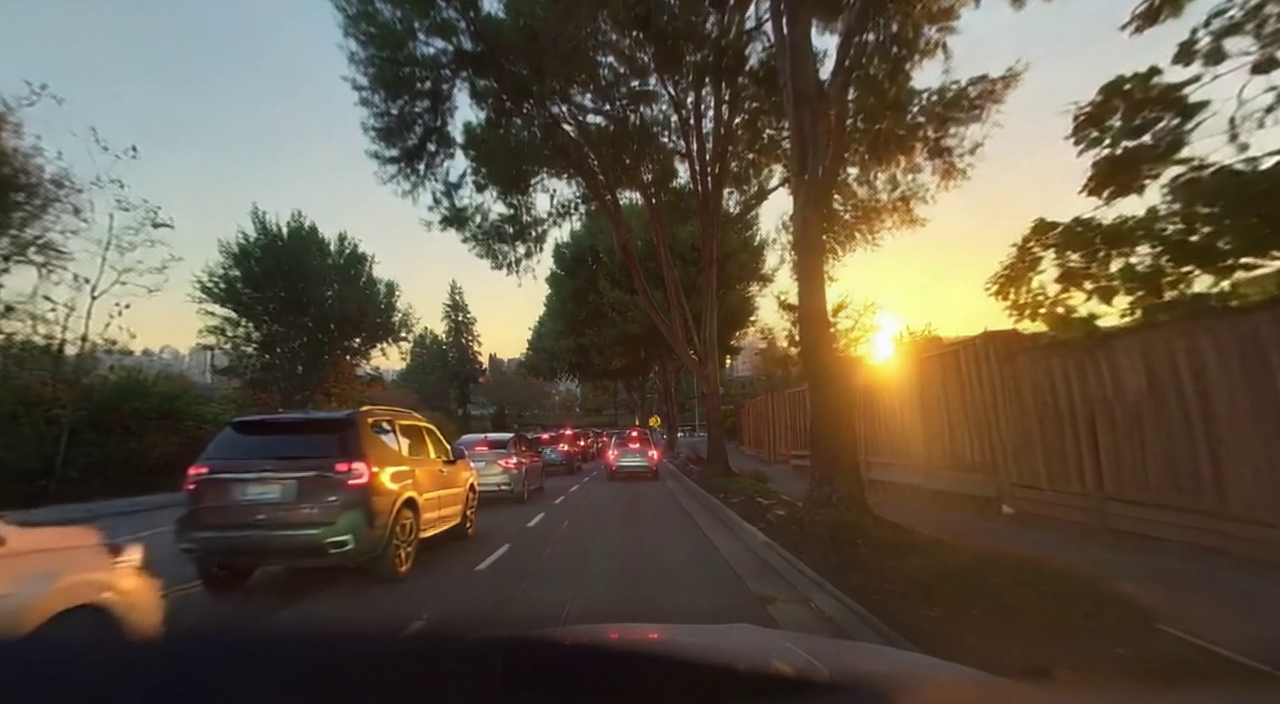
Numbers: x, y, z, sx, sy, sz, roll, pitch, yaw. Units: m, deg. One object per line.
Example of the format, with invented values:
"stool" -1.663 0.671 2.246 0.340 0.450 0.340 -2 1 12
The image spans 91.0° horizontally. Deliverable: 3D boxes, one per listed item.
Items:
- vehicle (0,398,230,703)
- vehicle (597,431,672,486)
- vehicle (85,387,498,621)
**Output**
"vehicle" -3.030 0.729 0.893 1.966 1.472 4.305 0 -8 0
"vehicle" -0.136 3.131 18.794 1.995 1.460 3.865 0 -8 0
"vehicle" -3.086 1.439 6.913 1.999 1.727 4.340 0 -8 0
